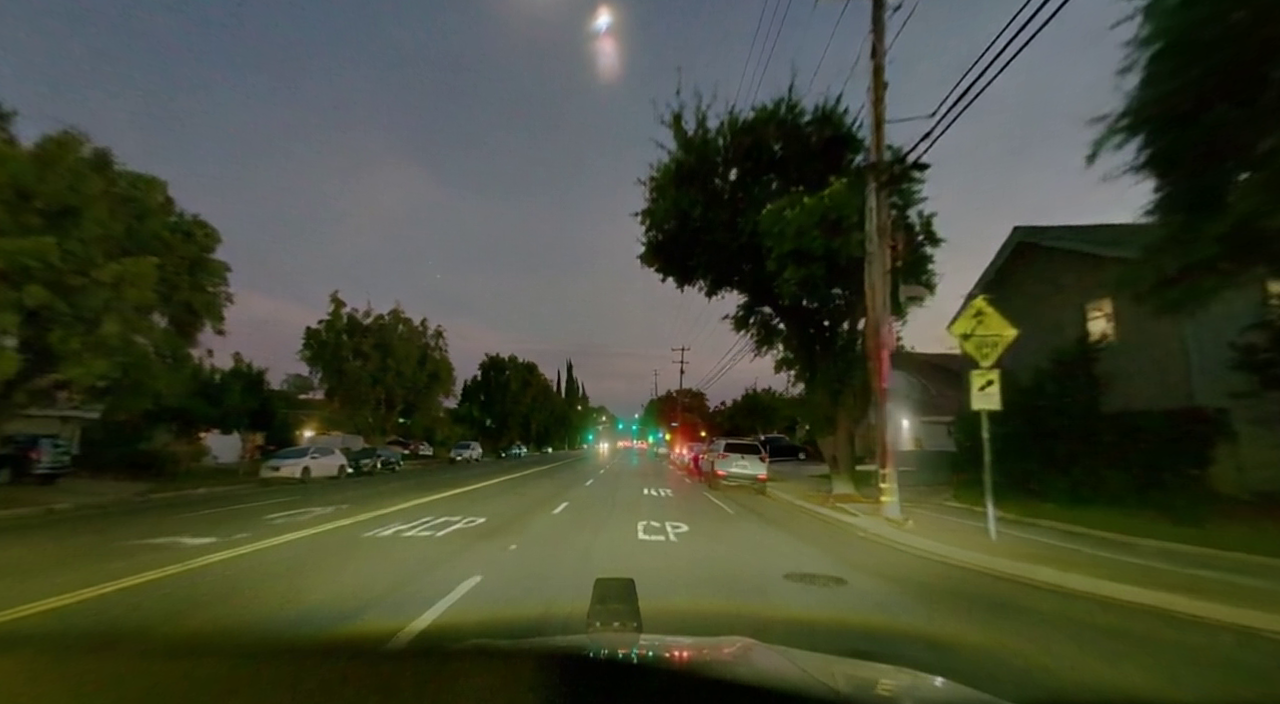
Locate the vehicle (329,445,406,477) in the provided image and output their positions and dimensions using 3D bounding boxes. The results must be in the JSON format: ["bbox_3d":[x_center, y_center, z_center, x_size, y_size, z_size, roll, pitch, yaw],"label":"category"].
[{"bbox_3d":[-14.011,5.598,32.815,1.887,1.490,4.656,1,-9,0],"label":"vehicle"}]

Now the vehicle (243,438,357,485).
[{"bbox_3d":[-14.059,4.558,26.550,1.913,1.745,4.992,0,-9,1],"label":"vehicle"}]

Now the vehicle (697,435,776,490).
[{"bbox_3d":[3.348,3.950,22.837,2.045,1.746,4.564,1,-9,-1],"label":"vehicle"}]

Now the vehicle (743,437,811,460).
[{"bbox_3d":[10.746,7.666,49.912,4.818,1.605,2.049,-1,-9,-2],"label":"vehicle"}]
